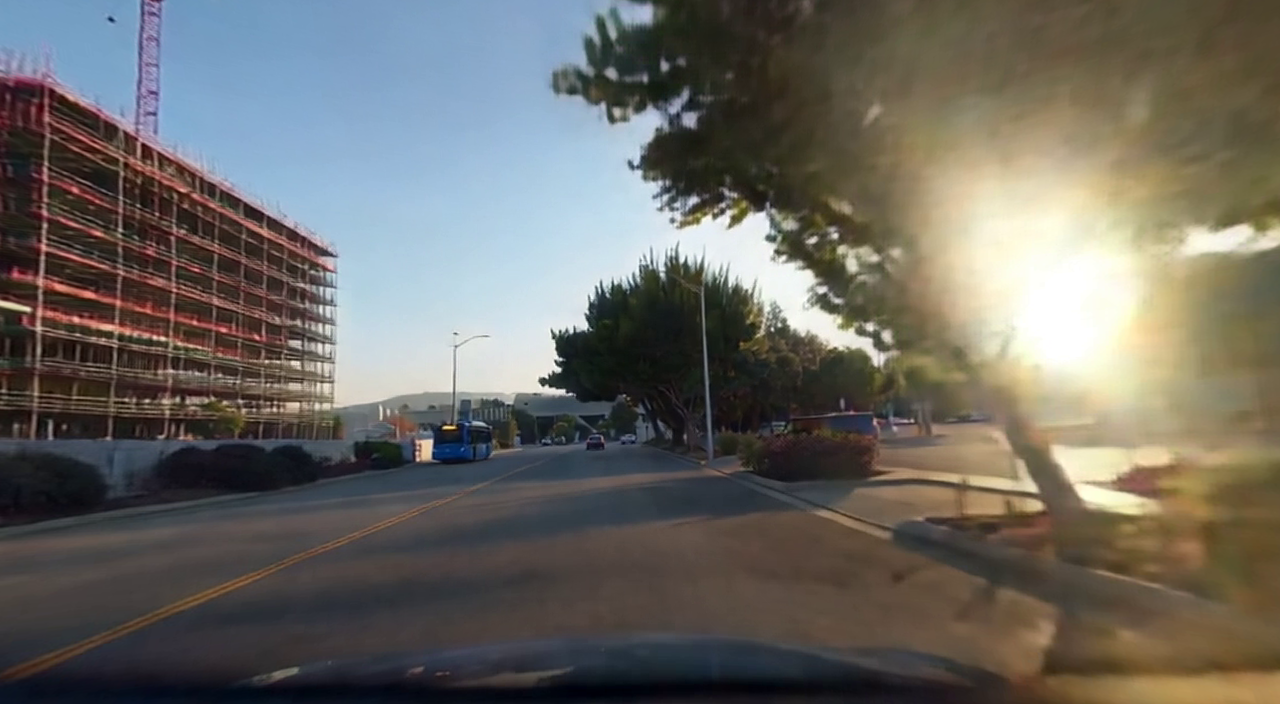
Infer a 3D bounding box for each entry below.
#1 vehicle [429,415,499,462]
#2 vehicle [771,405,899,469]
[{"bbox_3d":[-11.455,5.728,41.809,2.979,2.803,5.962,-1,-8,-1],"label":"vehicle"},{"bbox_3d":[6.531,3.009,22.091,2.267,1.911,5.816,1,-8,-4],"label":"vehicle"}]
